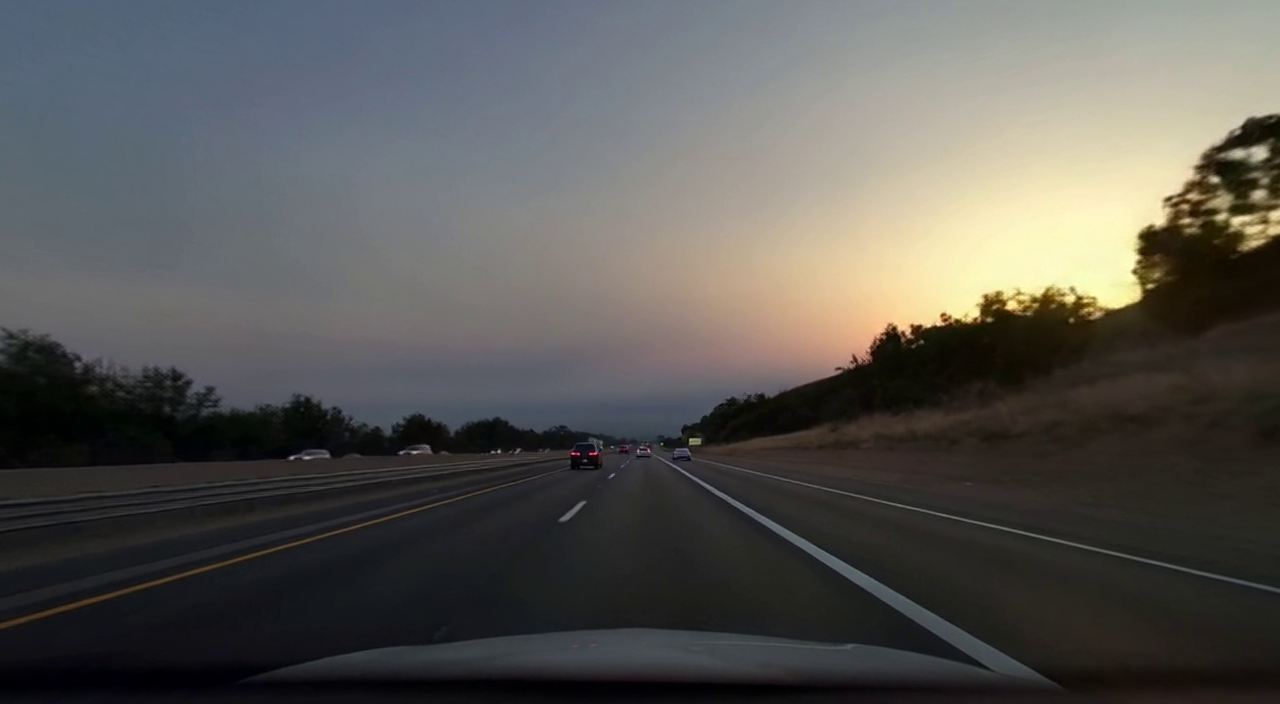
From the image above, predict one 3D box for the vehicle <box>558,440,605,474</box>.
[{"bbox_3d":[-3.056,5.625,33.894,2.070,1.707,4.309,0,-9,1],"label":"vehicle"}]
